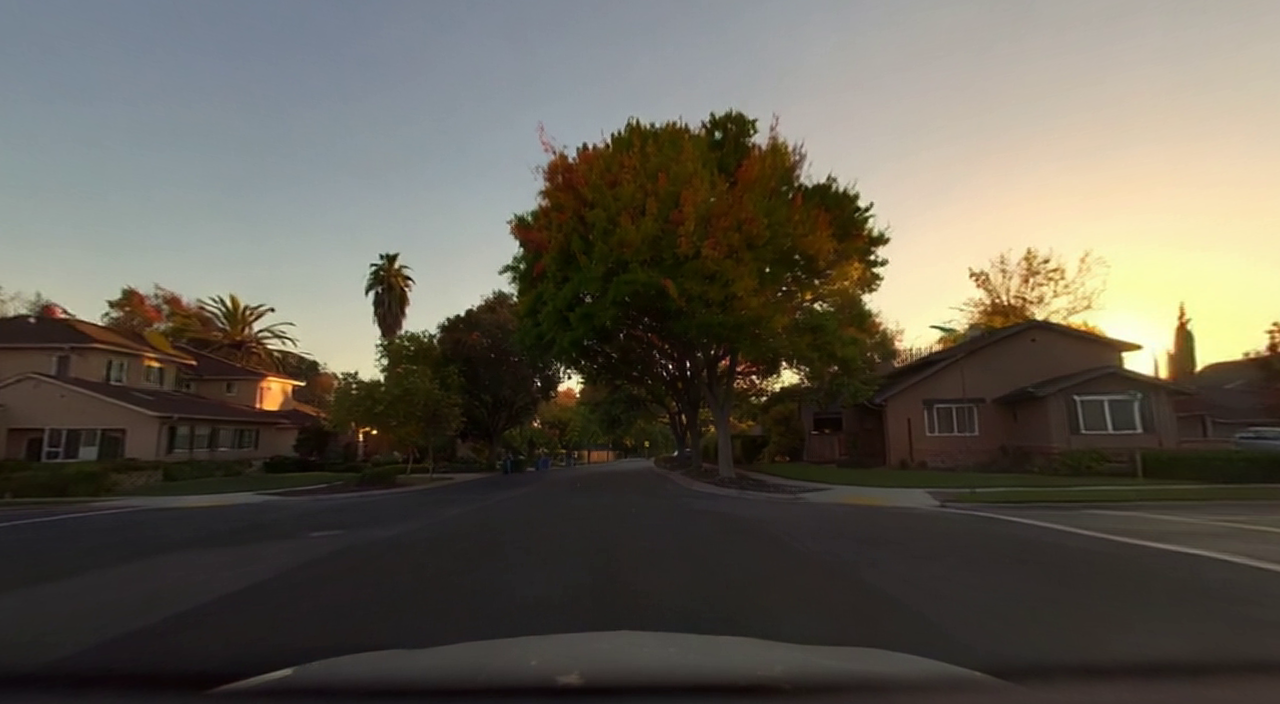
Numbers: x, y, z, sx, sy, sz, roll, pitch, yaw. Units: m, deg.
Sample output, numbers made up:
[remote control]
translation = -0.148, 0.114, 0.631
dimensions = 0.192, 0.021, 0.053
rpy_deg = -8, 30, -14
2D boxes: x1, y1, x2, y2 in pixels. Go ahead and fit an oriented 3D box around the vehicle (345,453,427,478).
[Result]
[vehicle]
translation = -16.079, 7.176, 40.168
dimensions = 4.358, 1.516, 2.077
rpy_deg = 1, -8, -4
